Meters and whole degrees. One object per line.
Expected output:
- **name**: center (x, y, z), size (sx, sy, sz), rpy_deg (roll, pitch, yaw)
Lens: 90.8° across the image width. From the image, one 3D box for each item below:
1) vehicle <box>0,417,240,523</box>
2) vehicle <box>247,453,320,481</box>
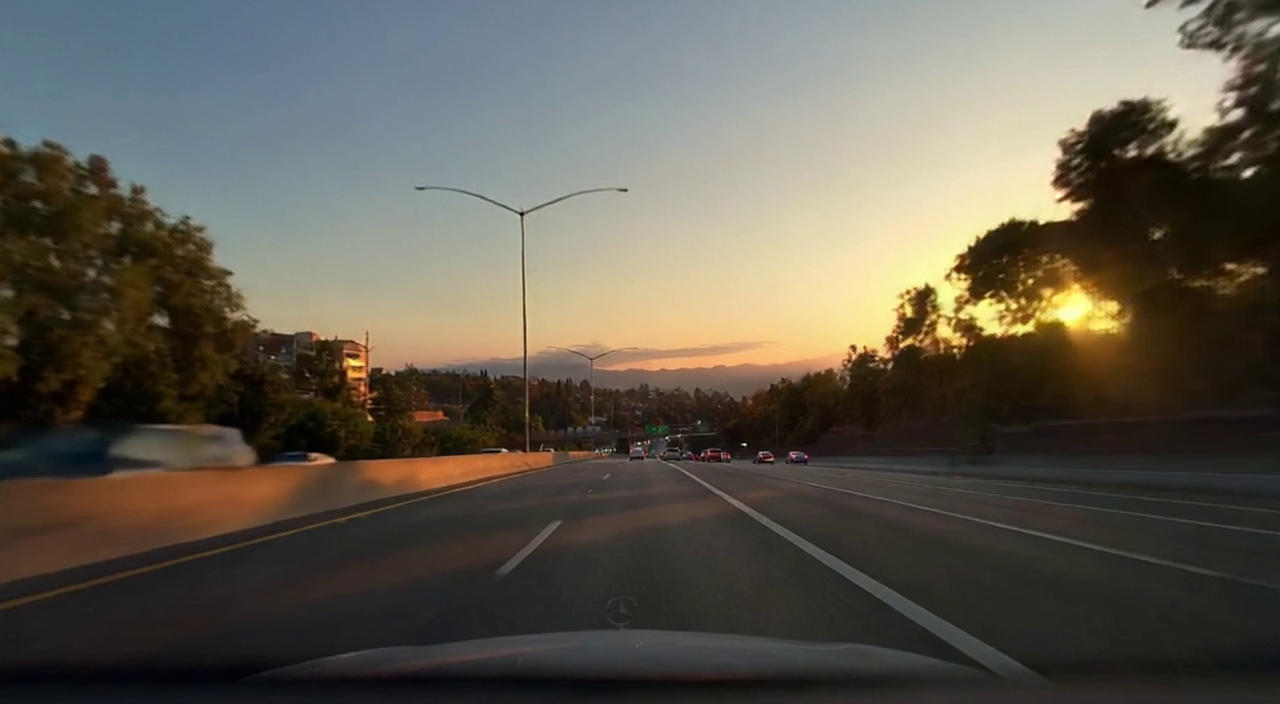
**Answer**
- **vehicle**: center (-9.842, 2.046, 11.620), size (1.915, 1.524, 4.623), rpy_deg (0, -8, 0)
- **vehicle**: center (-20.917, 6.727, 37.296), size (1.672, 1.402, 4.632), rpy_deg (0, -7, 0)
